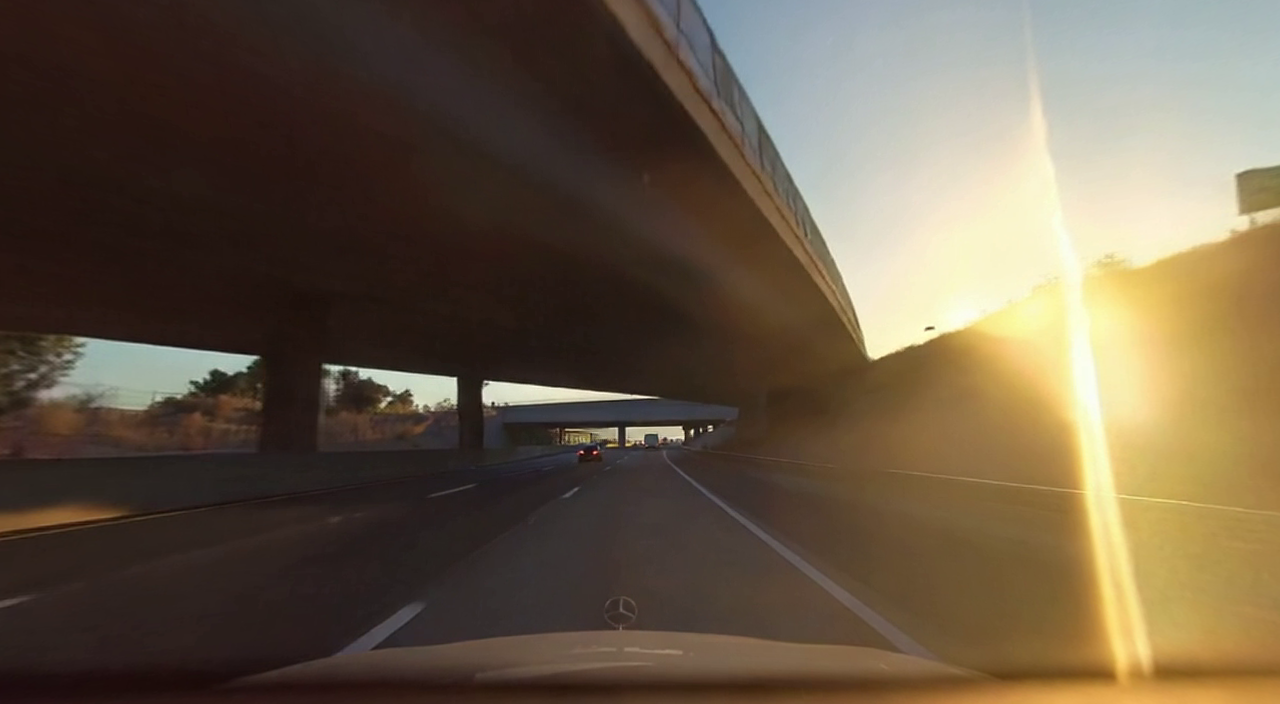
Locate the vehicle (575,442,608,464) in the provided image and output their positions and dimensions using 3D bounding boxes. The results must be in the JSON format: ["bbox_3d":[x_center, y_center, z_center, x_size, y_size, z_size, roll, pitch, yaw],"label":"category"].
[{"bbox_3d":[-3.608,7.619,47.294,1.961,1.540,4.487,-1,-9,2],"label":"vehicle"}]
